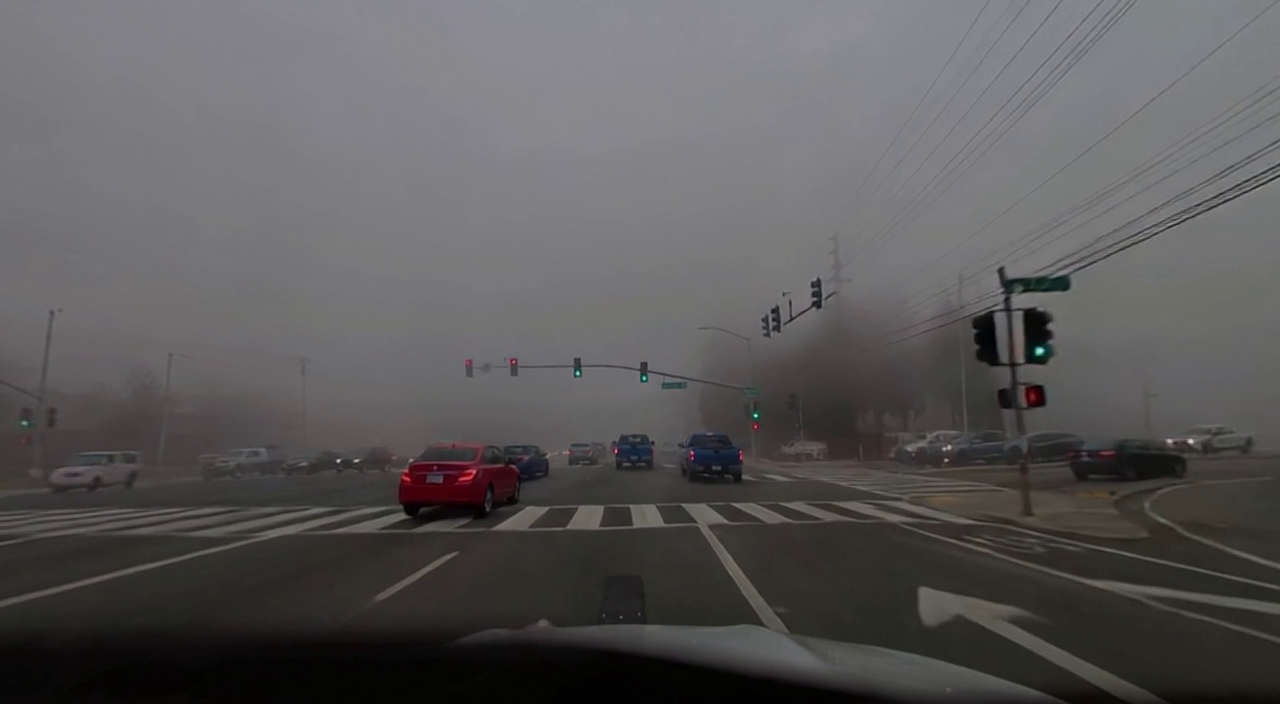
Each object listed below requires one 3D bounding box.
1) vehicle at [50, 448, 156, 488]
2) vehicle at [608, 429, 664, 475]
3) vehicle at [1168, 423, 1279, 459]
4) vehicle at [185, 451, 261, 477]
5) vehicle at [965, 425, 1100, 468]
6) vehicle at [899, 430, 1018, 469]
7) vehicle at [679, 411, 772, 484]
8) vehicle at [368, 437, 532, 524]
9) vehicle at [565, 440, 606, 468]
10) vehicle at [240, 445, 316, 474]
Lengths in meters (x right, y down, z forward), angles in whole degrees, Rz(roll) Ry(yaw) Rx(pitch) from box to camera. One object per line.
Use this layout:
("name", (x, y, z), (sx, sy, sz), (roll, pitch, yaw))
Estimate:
("vehicle", (-23.017, 4.908, 27.053), (4.214, 1.557, 2.016), (-5, -10, 30))
("vehicle", (-0.093, 5.192, 33.005), (2.643, 2.145, 5.585), (-1, -8, 3))
("vehicle", (31.285, 4.723, 33.446), (4.848, 1.769, 2.301), (2, -9, -8))
("vehicle", (-28.125, 7.557, 42.832), (1.985, 1.609, 4.536), (-1, -9, 1))
("vehicle", (17.350, 4.232, 28.025), (4.782, 1.768, 2.152), (2, -9, -11))
("vehicle", (15.392, 4.726, 30.649), (4.681, 1.756, 2.109), (2, -9, -9))
("vehicle", (3.323, 3.975, 26.421), (2.905, 2.636, 6.895), (0, -8, 0))
("vehicle", (-3.716, 2.588, 13.350), (1.939, 1.494, 4.499), (0, -8, 2))
("vehicle", (-3.629, 6.914, 42.964), (2.273, 1.749, 4.385), (0, -8, 2))
("vehicle", (-24.484, 7.289, 42.999), (2.224, 1.759, 4.994), (-4, -9, 0))
